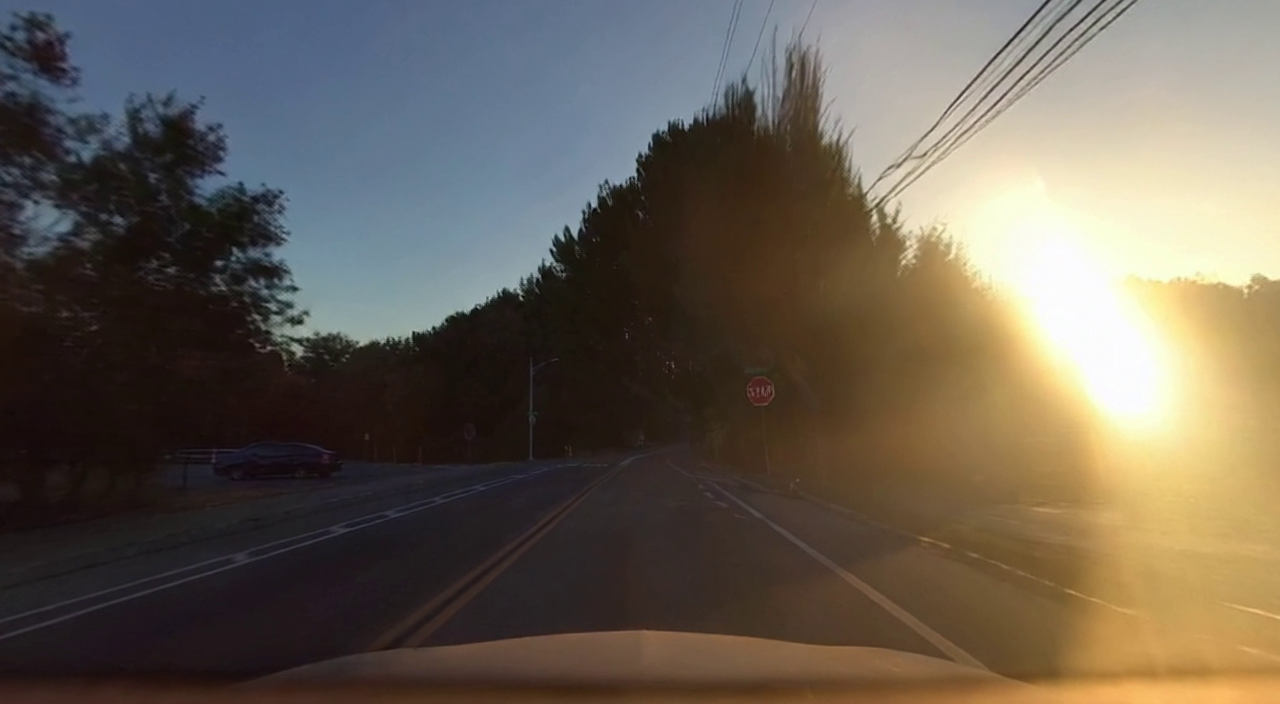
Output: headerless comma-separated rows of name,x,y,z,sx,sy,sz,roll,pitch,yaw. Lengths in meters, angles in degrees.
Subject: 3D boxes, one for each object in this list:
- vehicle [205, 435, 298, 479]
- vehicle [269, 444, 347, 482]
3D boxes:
vehicle,-17.814,4.843,29.144,1.849,1.831,3.980,-1,-9,-3
vehicle,-14.639,4.889,28.027,1.739,1.539,3.548,1,-8,-5
